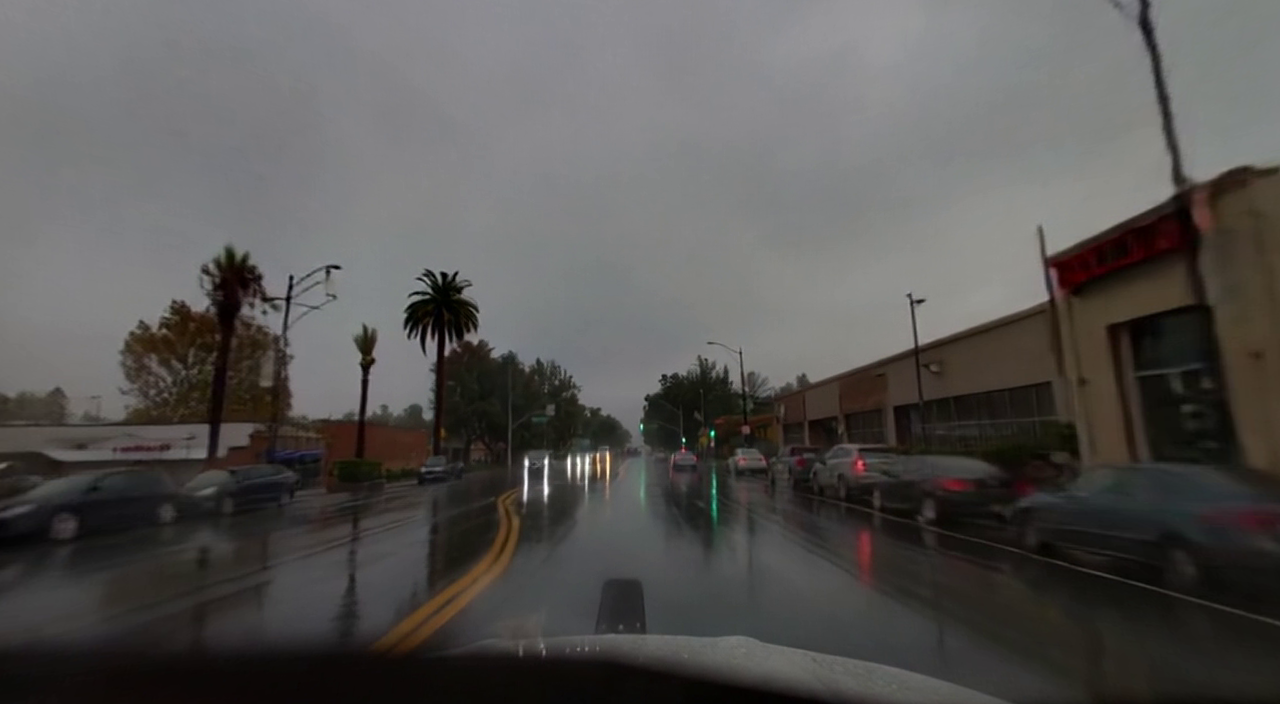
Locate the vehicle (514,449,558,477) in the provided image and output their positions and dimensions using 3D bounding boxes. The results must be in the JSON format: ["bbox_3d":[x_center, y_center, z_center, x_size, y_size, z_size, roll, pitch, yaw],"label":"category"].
[{"bbox_3d":[-6.201,6.654,38.149,2.010,1.538,3.871,0,-9,0],"label":"vehicle"}]

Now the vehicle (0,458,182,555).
[{"bbox_3d":[-12.655,3.296,13.500,1.975,1.570,5.265,-8,-7,-3],"label":"vehicle"}]

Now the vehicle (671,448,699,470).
[{"bbox_3d":[3.239,7.798,46.107,1.896,1.501,3.625,0,-9,1],"label":"vehicle"}]

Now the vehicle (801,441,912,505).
[{"bbox_3d":[6.568,3.697,19.753,1.846,1.739,4.525,0,-9,0],"label":"vehicle"}]

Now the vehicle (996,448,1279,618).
[{"bbox_3d":[6.650,1.947,7.728,1.831,1.504,4.498,0,-9,-2],"label":"vehicle"}]

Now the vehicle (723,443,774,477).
[{"bbox_3d":[6.560,6.591,38.841,2.128,1.887,5.602,0,-9,0],"label":"vehicle"}]

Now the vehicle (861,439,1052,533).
[{"bbox_3d":[6.577,2.788,13.809,1.861,1.695,4.283,0,-9,-1],"label":"vehicle"}]

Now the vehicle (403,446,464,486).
[{"bbox_3d":[-12.510,7.052,38.606,2.217,1.976,4.738,-1,-15,-2],"label":"vehicle"}]

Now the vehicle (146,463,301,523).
[{"bbox_3d":[-12.649,4.275,19.629,1.838,1.515,4.432,0,-9,-1],"label":"vehicle"}]
